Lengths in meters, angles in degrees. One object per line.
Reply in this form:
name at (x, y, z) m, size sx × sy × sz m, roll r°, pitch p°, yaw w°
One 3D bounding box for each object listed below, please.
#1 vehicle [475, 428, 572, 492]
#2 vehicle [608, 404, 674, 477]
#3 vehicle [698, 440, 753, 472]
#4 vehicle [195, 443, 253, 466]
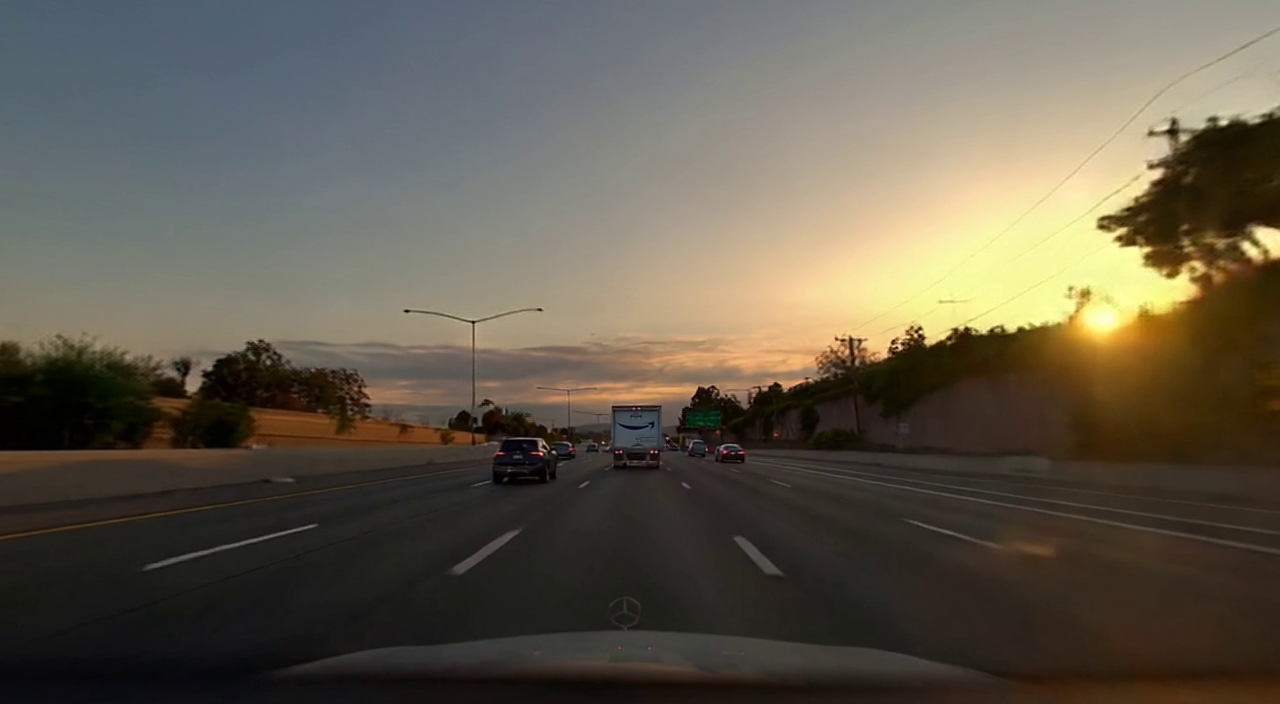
vehicle at (-3.384, 3.244, 19.201) m, size 2.095 × 1.688 × 4.188 m, roll 0°, pitch -9°, yaw 1°
vehicle at (0.036, 3.768, 26.663) m, size 2.456 × 2.705 × 6.251 m, roll 0°, pitch -9°, yaw 0°
vehicle at (4.228, 5.241, 31.885) m, size 1.970 × 1.499 × 4.491 m, roll 1°, pitch -9°, yaw -2°
vehicle at (-29.229, 7.179, 44.340) m, size 1.592 × 1.450 × 3.673 m, roll -2°, pitch -7°, yaw 0°
